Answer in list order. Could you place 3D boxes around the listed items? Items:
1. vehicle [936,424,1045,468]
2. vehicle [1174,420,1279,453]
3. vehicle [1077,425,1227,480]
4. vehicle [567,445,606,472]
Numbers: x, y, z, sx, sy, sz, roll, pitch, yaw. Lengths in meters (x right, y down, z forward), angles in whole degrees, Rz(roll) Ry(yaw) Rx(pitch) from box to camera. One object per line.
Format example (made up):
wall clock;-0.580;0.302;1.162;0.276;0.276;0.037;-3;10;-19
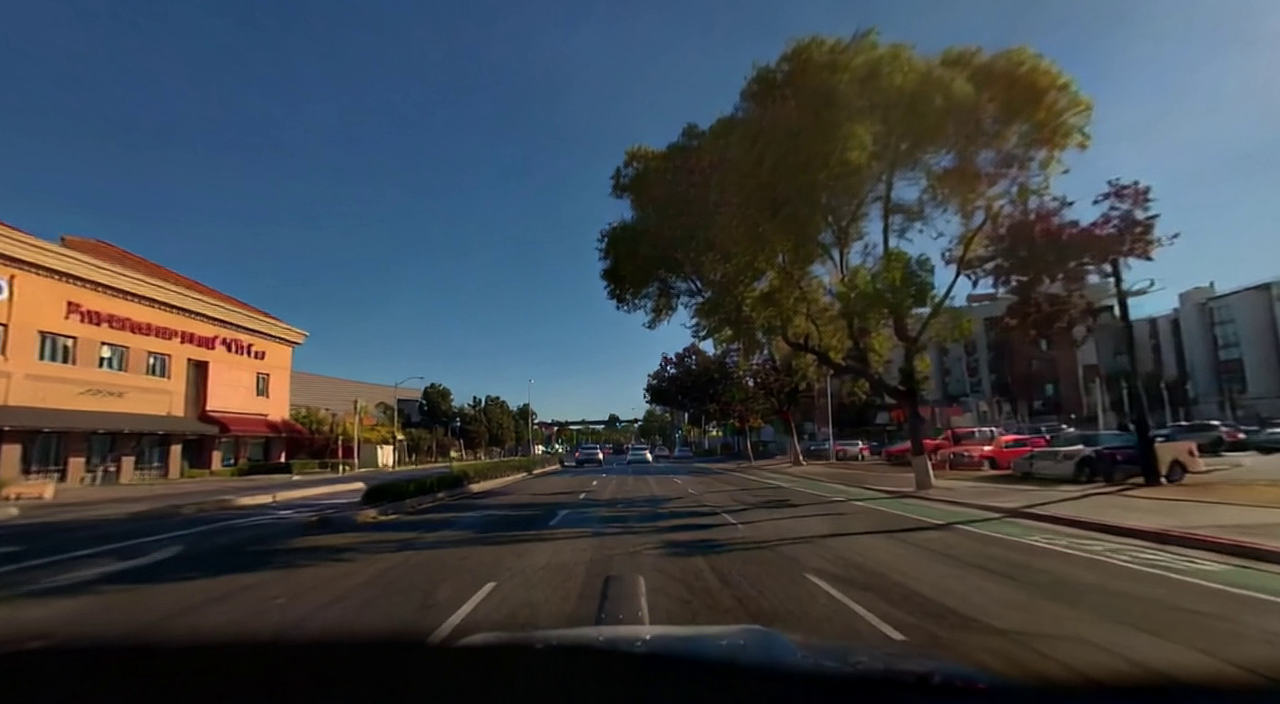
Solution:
vehicle;16.573;4.439;29.820;5.004;1.893;2.228;5;-10;-32
vehicle;35.173;5.087;37.491;2.253;1.809;4.944;1;-9;-6
vehicle;16.311;3.176;20.101;4.673;1.555;2.010;5;-10;-30
vehicle;-3.317;6.719;40.043;2.035;1.564;4.702;0;-8;0
